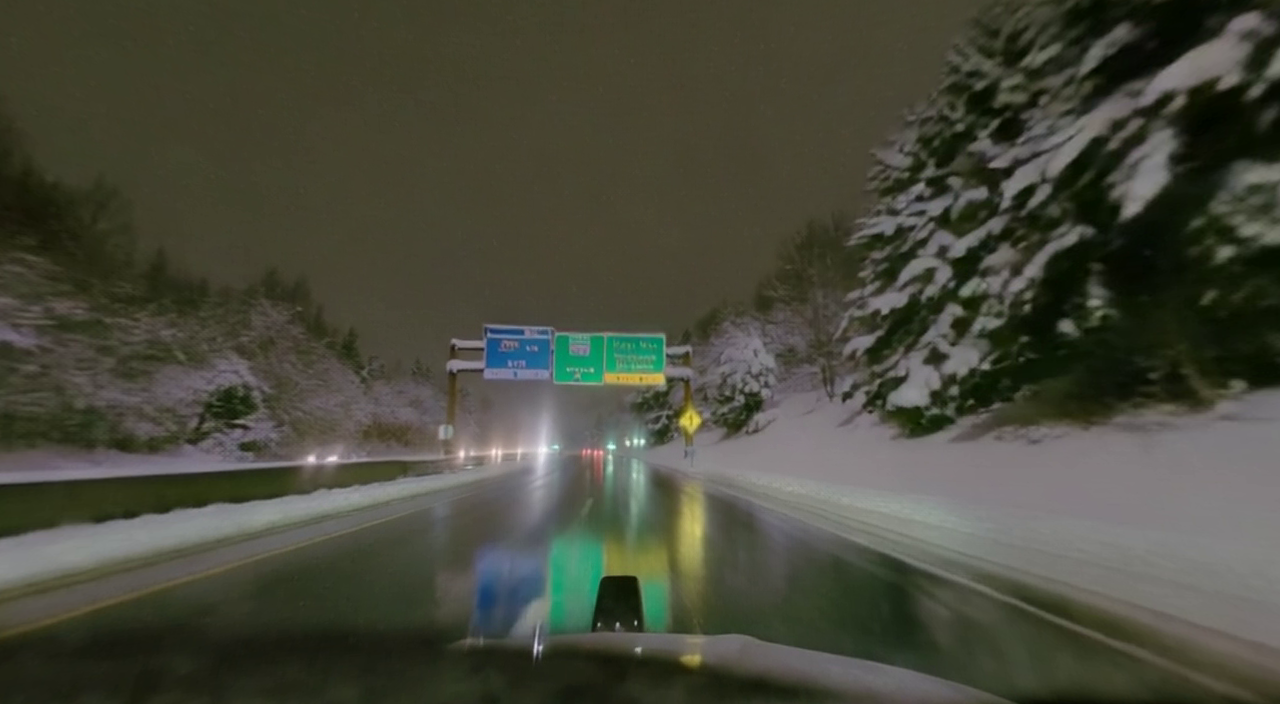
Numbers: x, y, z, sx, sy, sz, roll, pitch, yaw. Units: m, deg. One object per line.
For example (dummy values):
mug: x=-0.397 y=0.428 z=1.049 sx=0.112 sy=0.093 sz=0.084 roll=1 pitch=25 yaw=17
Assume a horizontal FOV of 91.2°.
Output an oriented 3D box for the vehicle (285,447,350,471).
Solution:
vehicle: x=-20.900 y=6.953 z=40.874 sx=1.890 sy=1.476 sz=4.637 roll=0 pitch=-9 yaw=-1
